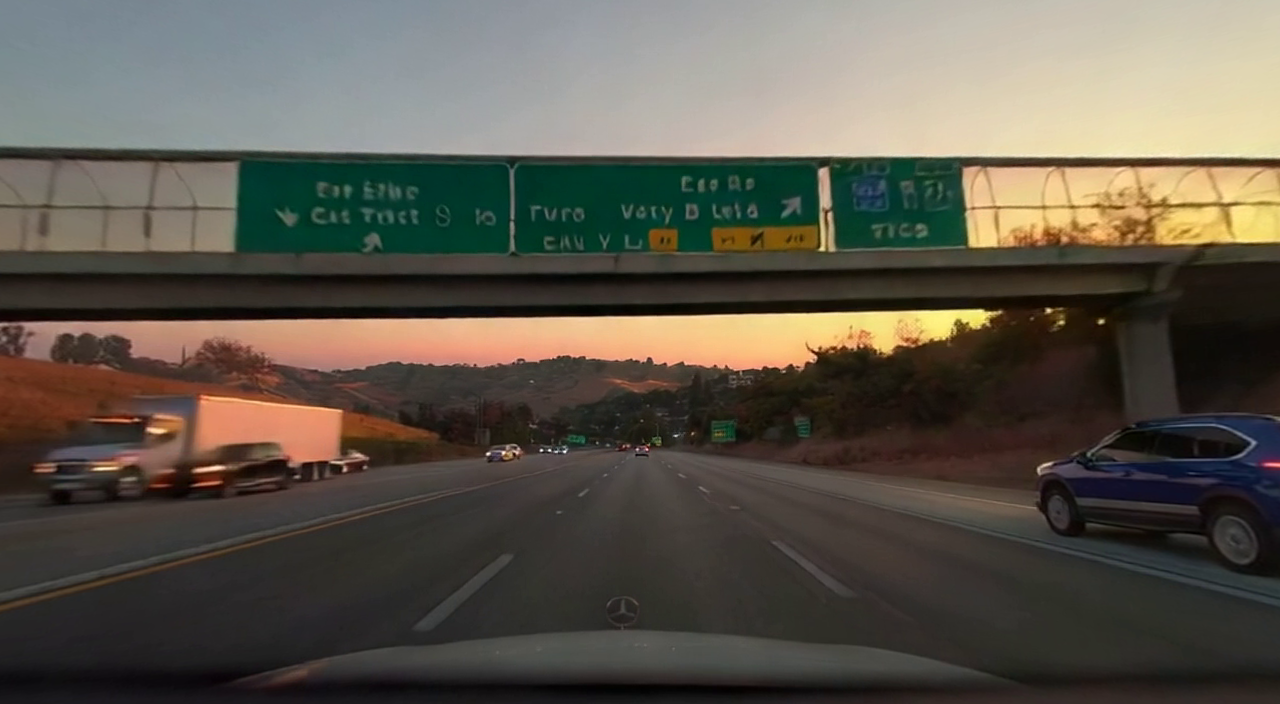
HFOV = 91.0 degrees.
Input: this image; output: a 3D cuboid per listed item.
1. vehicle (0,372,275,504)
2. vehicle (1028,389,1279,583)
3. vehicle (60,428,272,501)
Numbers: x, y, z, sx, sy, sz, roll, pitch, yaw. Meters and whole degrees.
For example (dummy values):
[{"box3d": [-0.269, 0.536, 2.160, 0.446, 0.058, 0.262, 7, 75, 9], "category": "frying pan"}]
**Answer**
[{"box3d": [-16.840, 3.013, 21.559, 2.944, 3.531, 9.250, 0, -9, 1], "category": "vehicle"}, {"box3d": [7.264, 1.479, 7.307, 2.186, 1.848, 5.136, 0, -9, 0], "category": "vehicle"}, {"box3d": [-12.956, 3.103, 17.785, 2.080, 1.752, 4.892, 0, -9, 1], "category": "vehicle"}]
